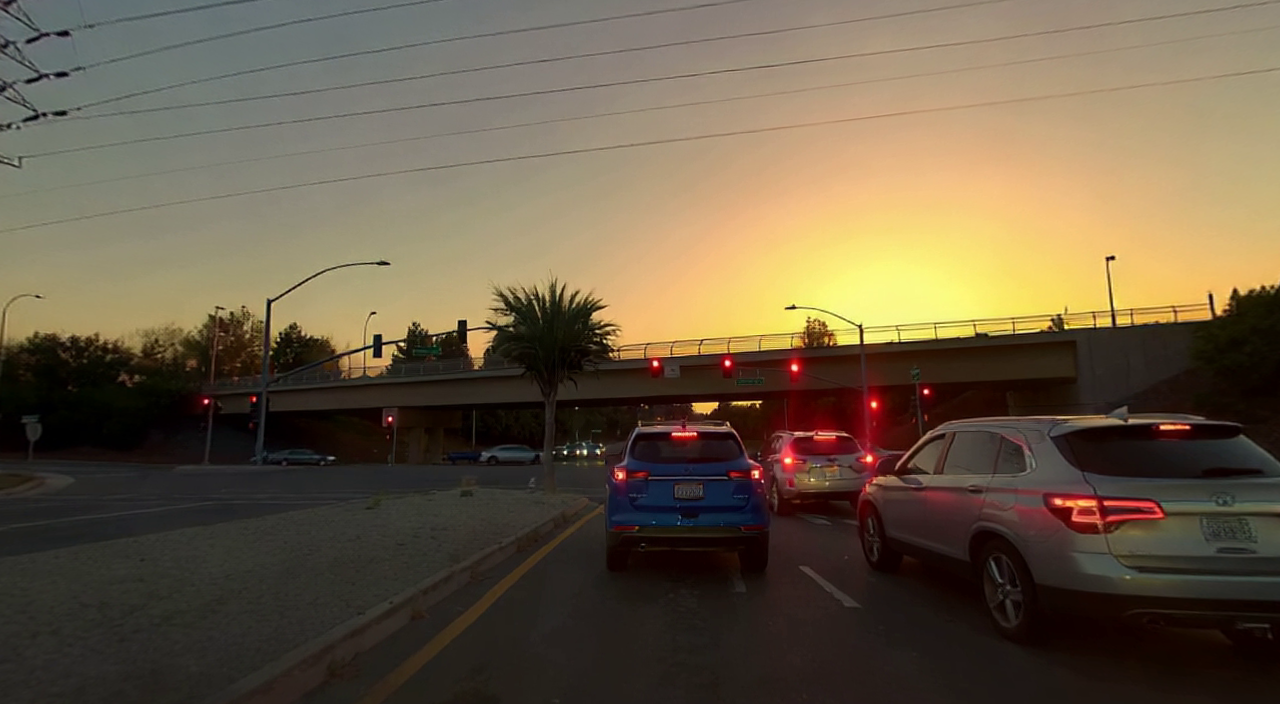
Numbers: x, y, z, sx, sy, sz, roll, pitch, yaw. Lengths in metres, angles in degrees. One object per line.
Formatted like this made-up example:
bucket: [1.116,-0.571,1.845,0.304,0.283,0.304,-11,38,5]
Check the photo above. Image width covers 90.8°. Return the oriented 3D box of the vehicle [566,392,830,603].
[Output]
vehicle: [0.439,1.556,7.617,2.240,1.778,4.335,0,-8,-2]

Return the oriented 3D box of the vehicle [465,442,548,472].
vehicle: [-8.097,6.425,38.741,4.673,1.740,2.174,0,-8,-3]

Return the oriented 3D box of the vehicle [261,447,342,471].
vehicle: [-21.859,6.860,40.821,4.411,1.466,1.998,-3,-9,16]

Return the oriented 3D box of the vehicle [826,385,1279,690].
vehicle: [3.405,1.348,5.812,1.990,1.649,4.625,0,-8,0]
